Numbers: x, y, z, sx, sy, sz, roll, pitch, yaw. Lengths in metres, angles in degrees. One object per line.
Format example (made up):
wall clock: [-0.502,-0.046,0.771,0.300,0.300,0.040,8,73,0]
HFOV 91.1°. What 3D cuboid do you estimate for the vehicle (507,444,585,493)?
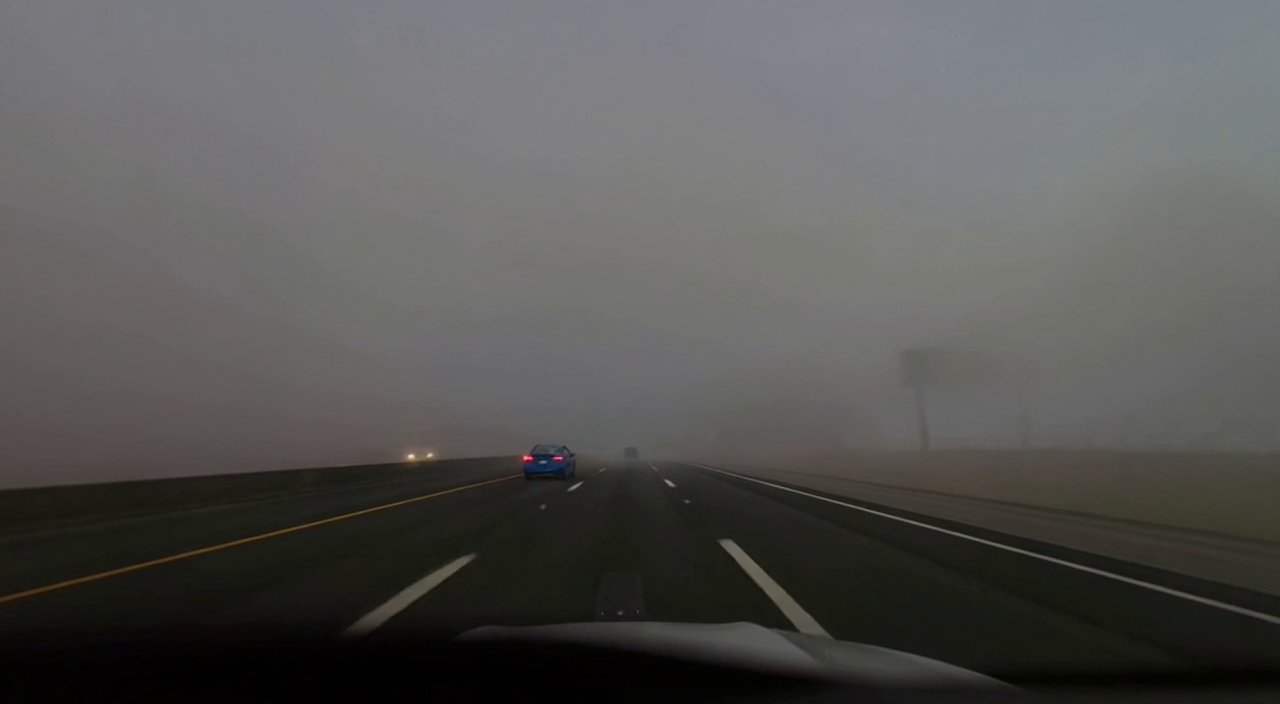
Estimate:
vehicle: [-3.267,4.161,22.810,2.069,1.573,4.589,0,-9,1]
